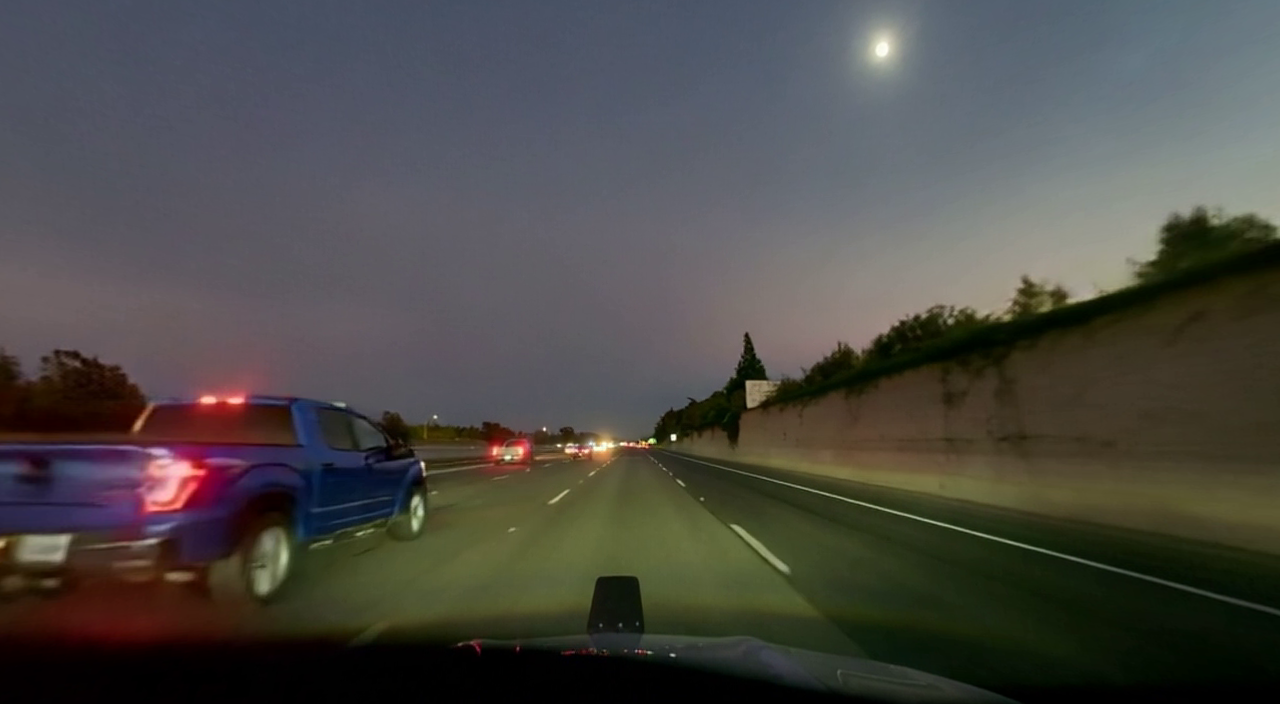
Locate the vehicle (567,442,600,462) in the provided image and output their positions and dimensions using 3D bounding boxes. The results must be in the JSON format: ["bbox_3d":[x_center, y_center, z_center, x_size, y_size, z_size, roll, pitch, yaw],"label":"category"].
[{"bbox_3d":[-4.259,7.654,48.260,2.106,1.452,4.525,0,-8,0],"label":"vehicle"}]

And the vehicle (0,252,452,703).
[{"bbox_3d":[-4.024,1.096,5.735,2.604,2.170,6.271,0,-8,1],"label":"vehicle"}]

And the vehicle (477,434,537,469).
[{"bbox_3d":[-8.011,6.064,38.732,2.351,1.922,6.335,0,-8,0],"label":"vehicle"}]
